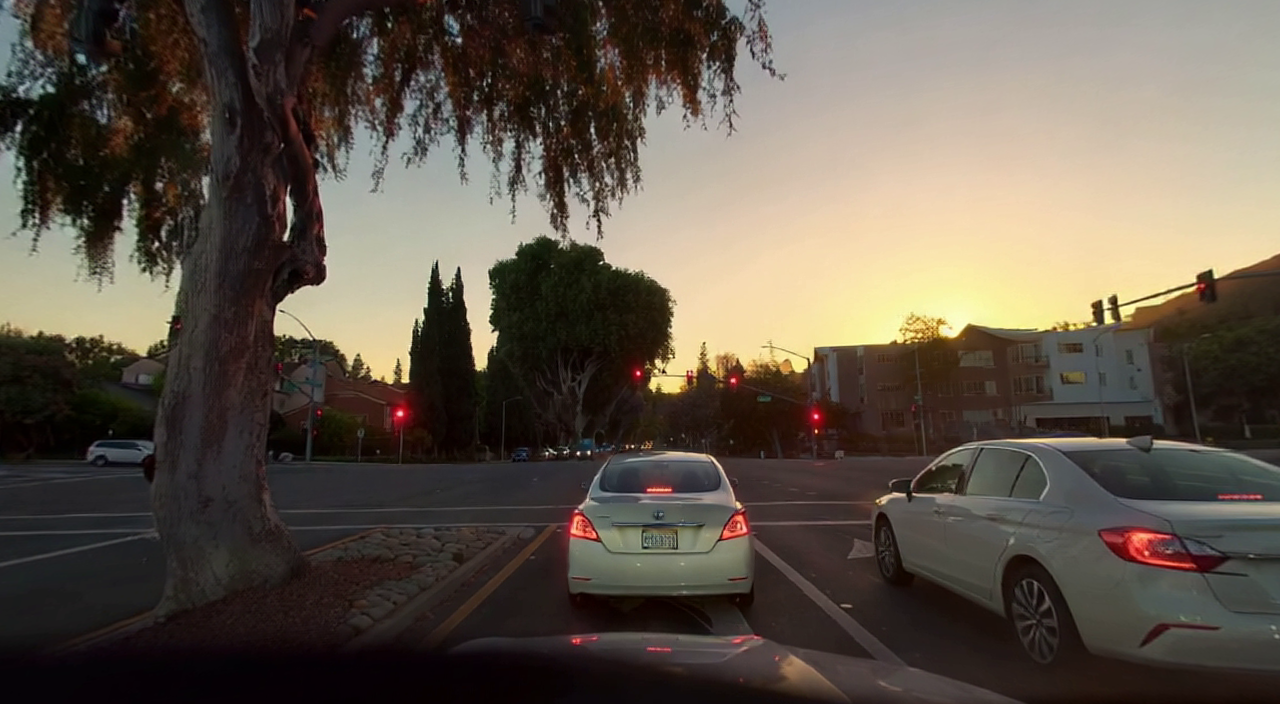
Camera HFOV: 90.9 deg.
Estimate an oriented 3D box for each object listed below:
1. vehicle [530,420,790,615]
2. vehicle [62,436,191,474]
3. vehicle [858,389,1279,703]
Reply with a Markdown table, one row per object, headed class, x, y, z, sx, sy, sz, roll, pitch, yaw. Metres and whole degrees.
| class | x | y | z | sx | sy | sz | roll | pitch | yaw |
| --- | --- | --- | --- | --- | --- | --- | --- | --- | --- |
| vehicle | 0.112 | 1.564 | 6.877 | 2.017 | 1.485 | 3.813 | 0 | -8 | -1 |
| vehicle | -24.314 | 4.885 | 29.987 | 4.450 | 1.684 | 1.894 | 0 | -8 | 0 |
| vehicle | 3.180 | 1.124 | 3.896 | 1.931 | 1.493 | 4.555 | 0 | -8 | -1 |
